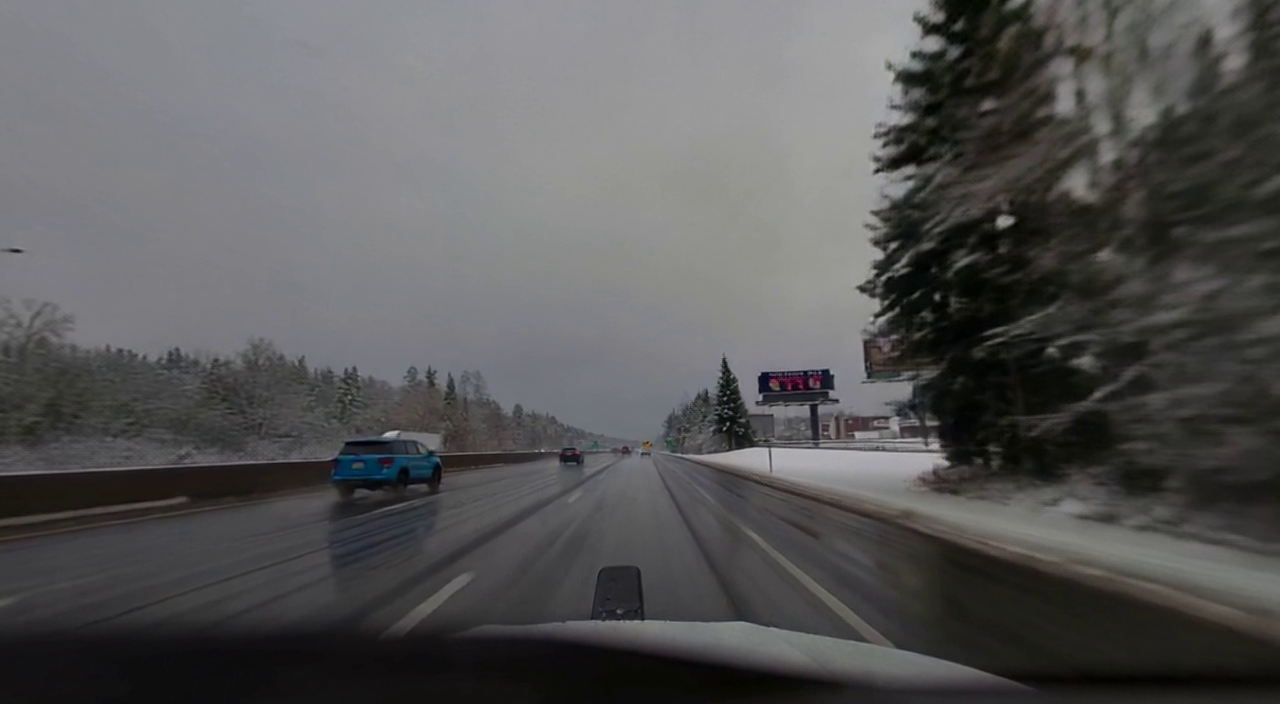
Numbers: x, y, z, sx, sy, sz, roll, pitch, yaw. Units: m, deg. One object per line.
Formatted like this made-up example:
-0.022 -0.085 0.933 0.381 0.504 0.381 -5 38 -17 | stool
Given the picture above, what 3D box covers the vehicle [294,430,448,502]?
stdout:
-7.172 3.090 17.470 2.055 1.683 4.804 0 -9 1 | vehicle
